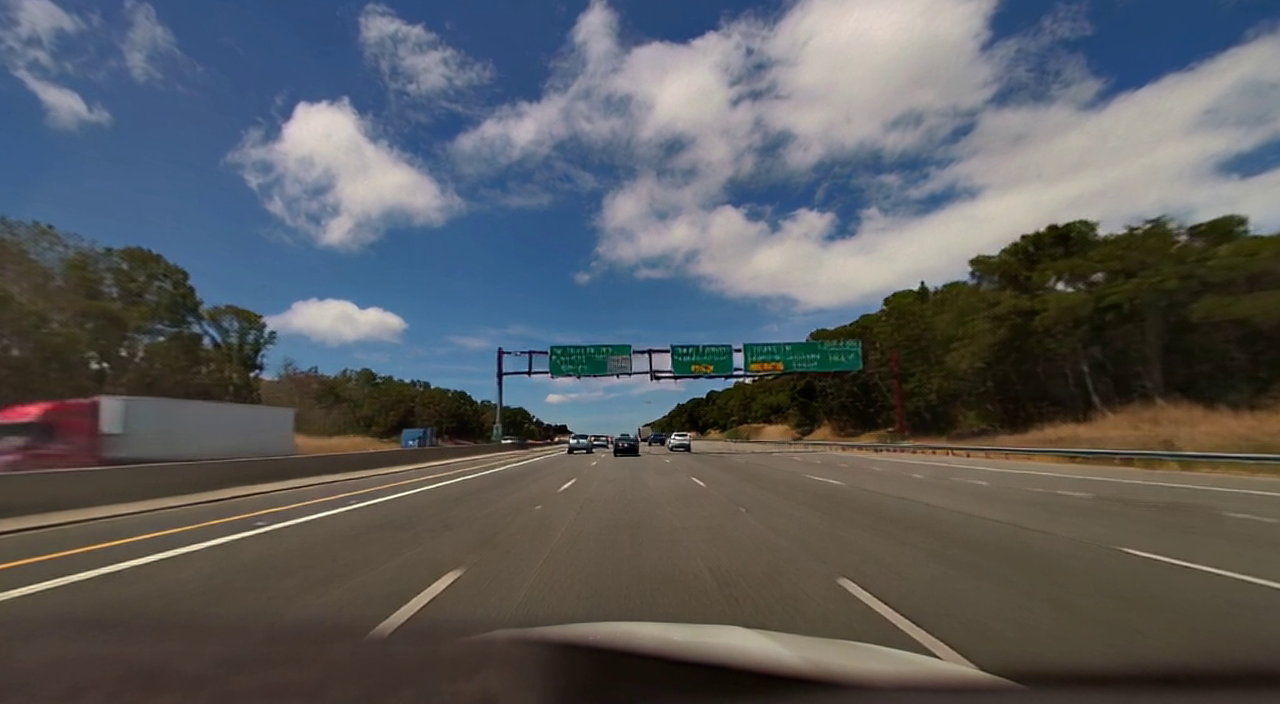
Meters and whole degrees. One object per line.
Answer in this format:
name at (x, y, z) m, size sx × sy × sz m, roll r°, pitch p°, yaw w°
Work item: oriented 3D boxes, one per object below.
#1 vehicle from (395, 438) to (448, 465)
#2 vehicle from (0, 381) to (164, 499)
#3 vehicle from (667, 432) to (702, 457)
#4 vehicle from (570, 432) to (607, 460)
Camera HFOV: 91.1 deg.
vehicle at (-13.883, 6.349, 40.250) m, size 1.955 × 1.610 × 4.076 m, roll 0°, pitch -8°, yaw 0°
vehicle at (-21.630, 3.244, 23.414) m, size 2.957 × 3.789 × 5.977 m, roll 0°, pitch -8°, yaw -1°
vehicle at (3.132, 6.616, 45.172) m, size 2.066 × 1.673 × 4.225 m, roll 0°, pitch -8°, yaw -2°
vehicle at (-3.123, 5.780, 38.705) m, size 2.119 × 1.629 × 3.946 m, roll 0°, pitch -8°, yaw -2°
